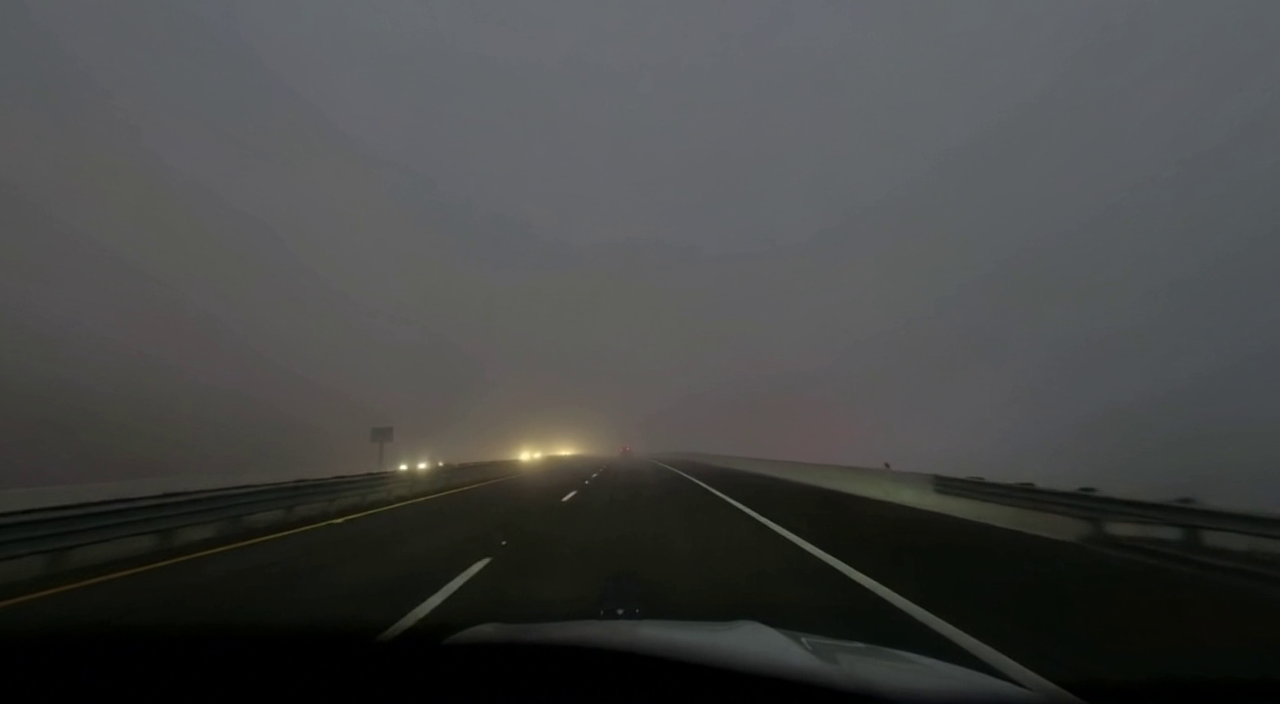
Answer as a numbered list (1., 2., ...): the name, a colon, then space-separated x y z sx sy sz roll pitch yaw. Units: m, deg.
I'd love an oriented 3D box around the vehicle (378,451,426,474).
1. vehicle: -17.344 8.059 45.956 1.936 1.576 4.524 0 -9 -3
